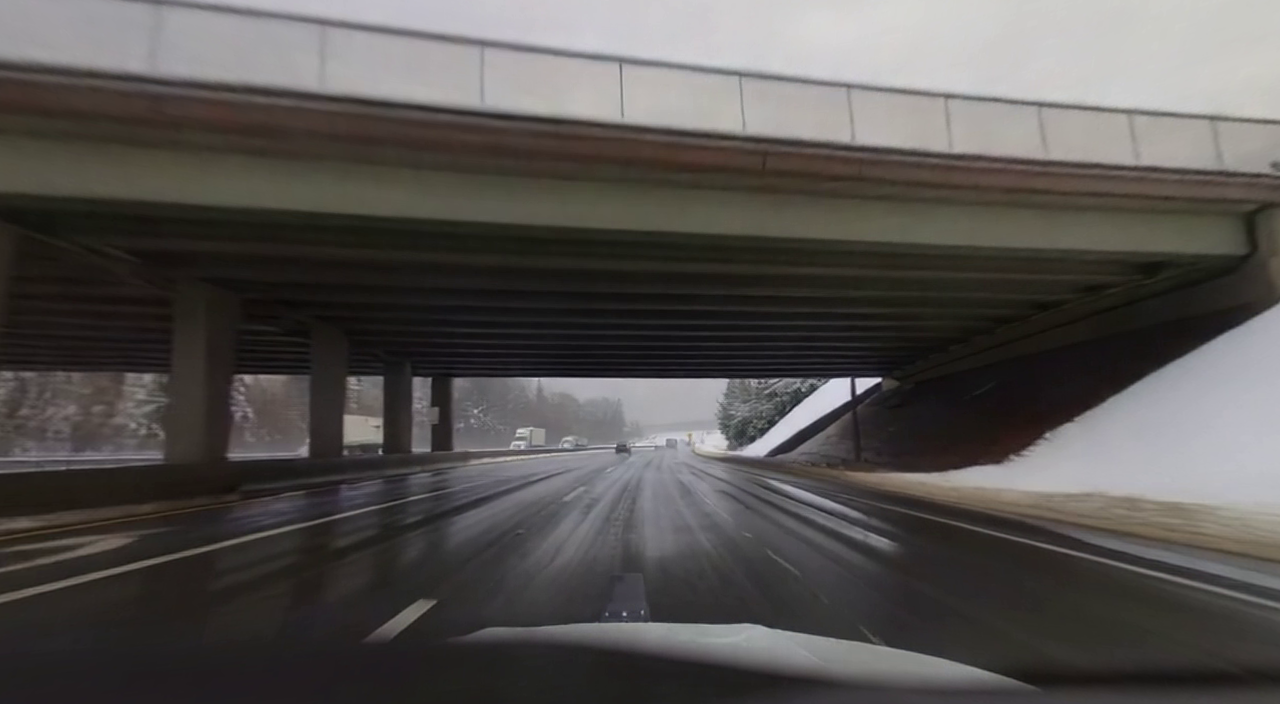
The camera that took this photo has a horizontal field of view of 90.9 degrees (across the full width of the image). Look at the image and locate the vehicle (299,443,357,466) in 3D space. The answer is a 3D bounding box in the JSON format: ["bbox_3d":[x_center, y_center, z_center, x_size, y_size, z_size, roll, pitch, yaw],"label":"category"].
[{"bbox_3d":[-23.482,7.715,47.708,1.958,1.613,4.502,0,-9,2],"label":"vehicle"}]
